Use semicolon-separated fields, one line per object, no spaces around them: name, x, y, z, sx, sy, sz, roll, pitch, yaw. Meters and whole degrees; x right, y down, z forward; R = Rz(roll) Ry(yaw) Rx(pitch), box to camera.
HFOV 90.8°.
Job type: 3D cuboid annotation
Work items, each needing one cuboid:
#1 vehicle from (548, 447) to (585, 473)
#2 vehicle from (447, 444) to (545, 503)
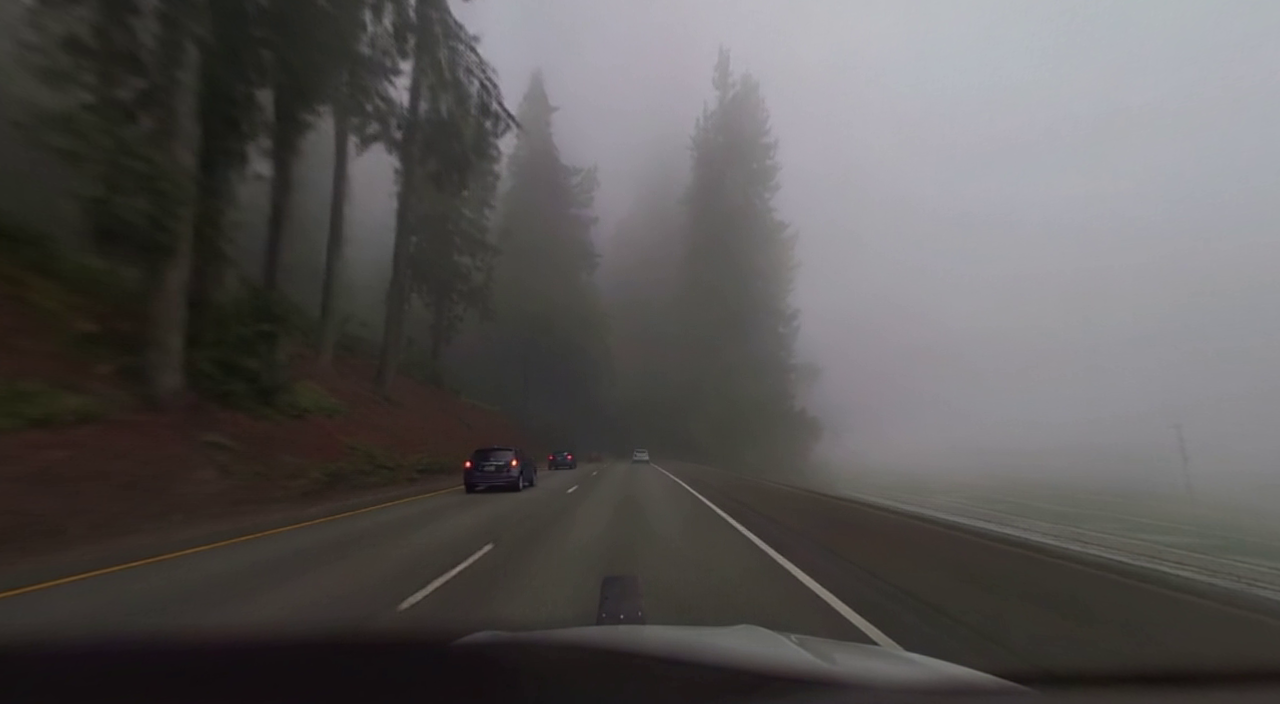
vehicle;-4.630;6.812;40.069;1.838;1.508;4.317;0;-9;0
vehicle;-3.991;3.408;18.154;1.897;1.481;3.859;0;-9;0
